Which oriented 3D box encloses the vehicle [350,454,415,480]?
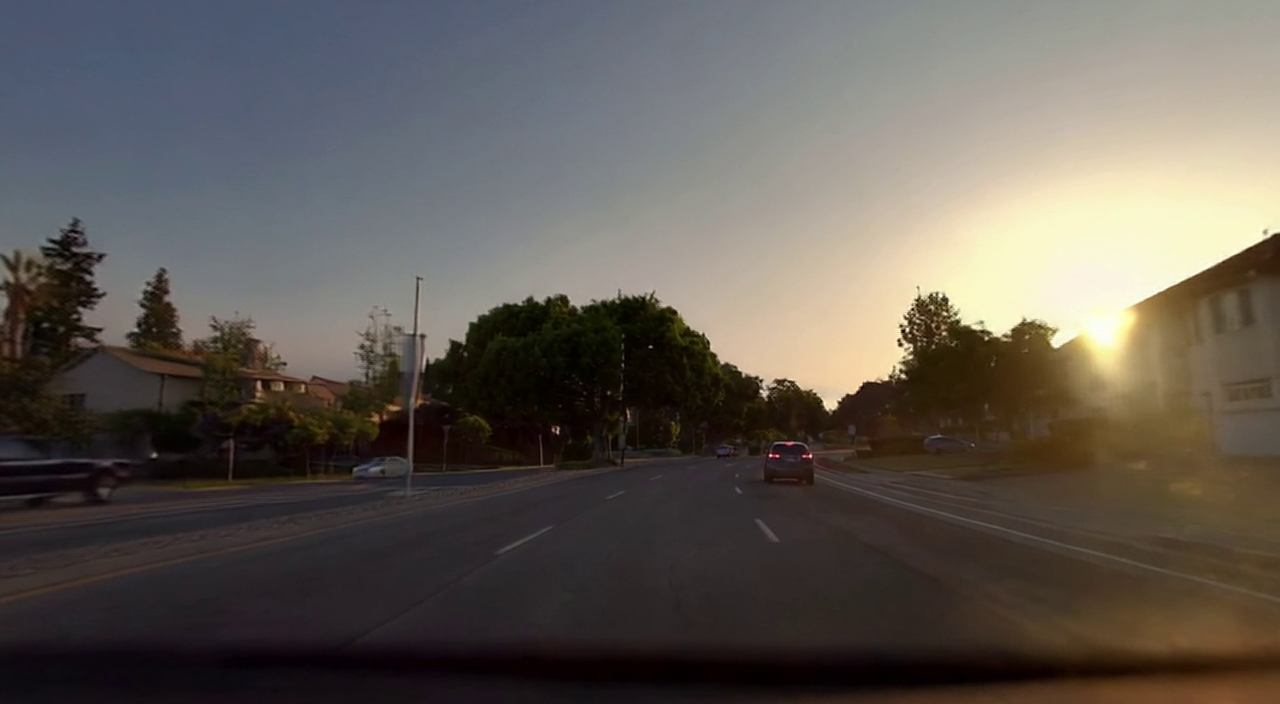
[{"bbox_3d":[-16.041,7.155,39.504,1.828,1.497,3.858,-2,-9,12],"label":"vehicle"}]

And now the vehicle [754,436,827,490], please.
[{"bbox_3d":[5.643,4.203,24.210,2.141,1.833,4.704,-1,-9,6],"label":"vehicle"}]

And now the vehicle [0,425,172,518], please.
[{"bbox_3d":[-15.224,2.883,15.584,2.555,2.009,6.050,0,-9,1],"label":"vehicle"}]
